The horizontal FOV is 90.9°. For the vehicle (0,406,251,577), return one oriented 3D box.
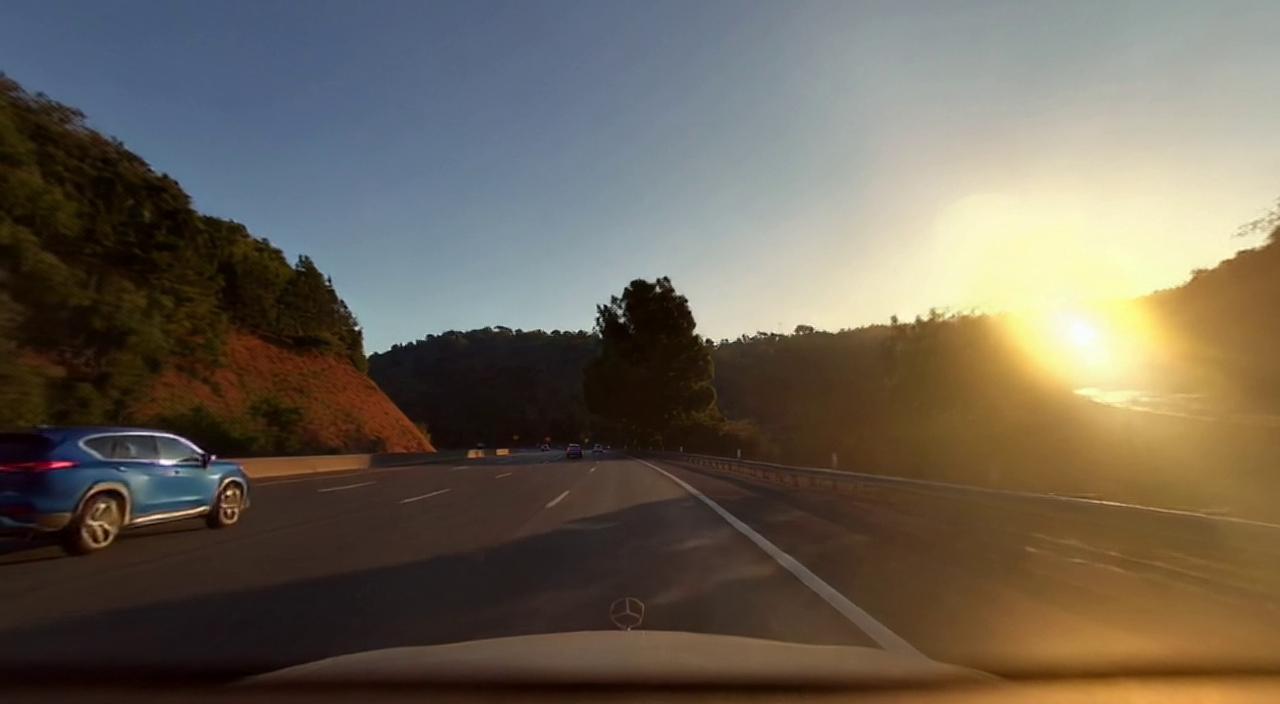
[{"bbox_3d":[-7.503,1.671,8.120,2.046,1.712,4.533,0,-8,0],"label":"vehicle"}]
